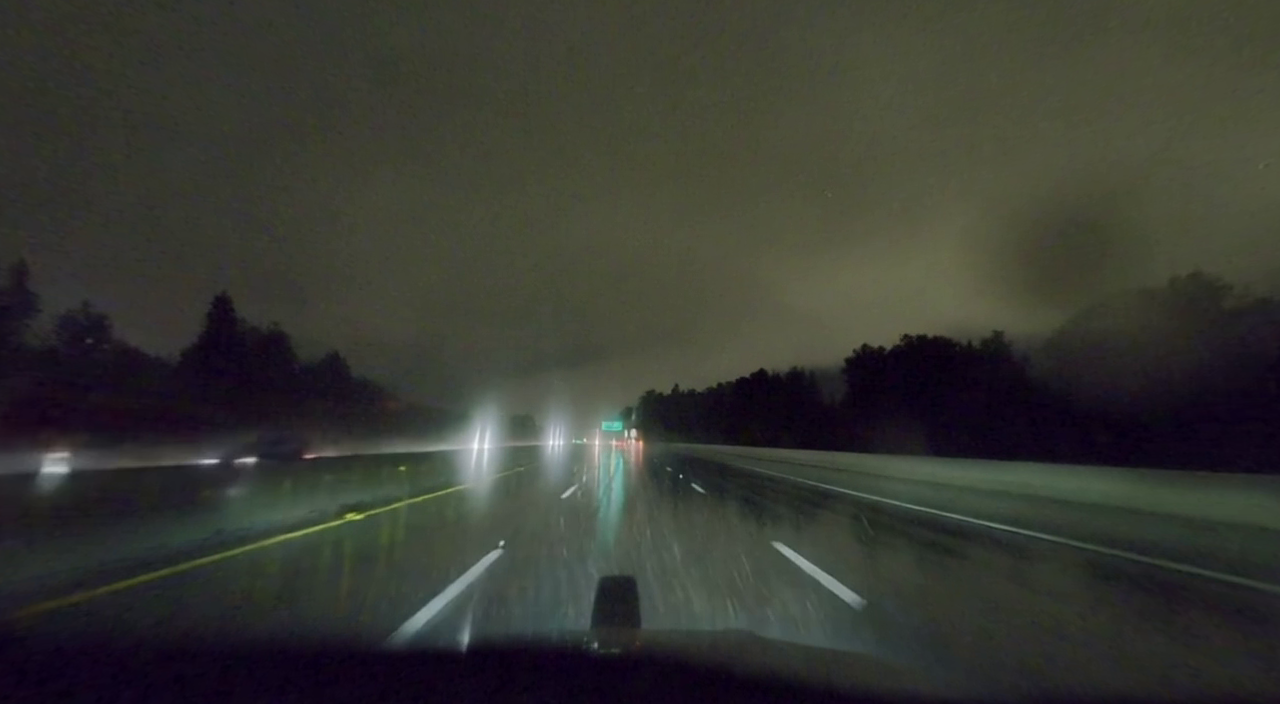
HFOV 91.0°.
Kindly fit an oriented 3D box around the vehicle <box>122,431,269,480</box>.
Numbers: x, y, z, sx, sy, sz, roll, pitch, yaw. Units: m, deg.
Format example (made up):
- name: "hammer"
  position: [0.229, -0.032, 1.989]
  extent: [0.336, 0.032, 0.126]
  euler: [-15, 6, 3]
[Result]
- name: "vehicle"
  position: [-15.907, 3.715, 22.924]
  extent: [1.923, 1.544, 4.791]
  euler: [0, -8, -1]
